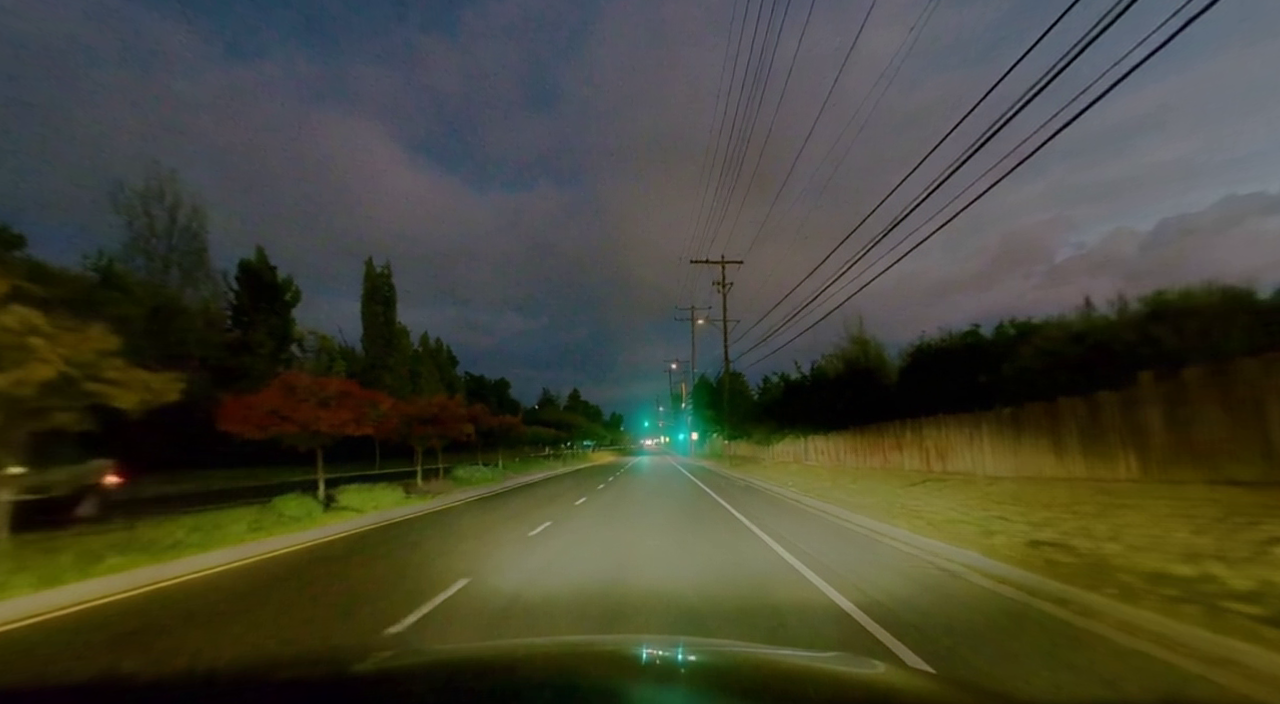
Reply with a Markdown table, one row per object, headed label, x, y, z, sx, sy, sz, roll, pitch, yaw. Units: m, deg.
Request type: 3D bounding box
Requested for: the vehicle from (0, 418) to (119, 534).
| label | x | y | z | sx | sy | sz | roll | pitch | yaw |
| --- | --- | --- | --- | --- | --- | --- | --- | --- | --- |
| vehicle | -11.161 | 1.976 | 10.001 | 2.044 | 1.815 | 4.244 | 0 | -8 | 1 |
